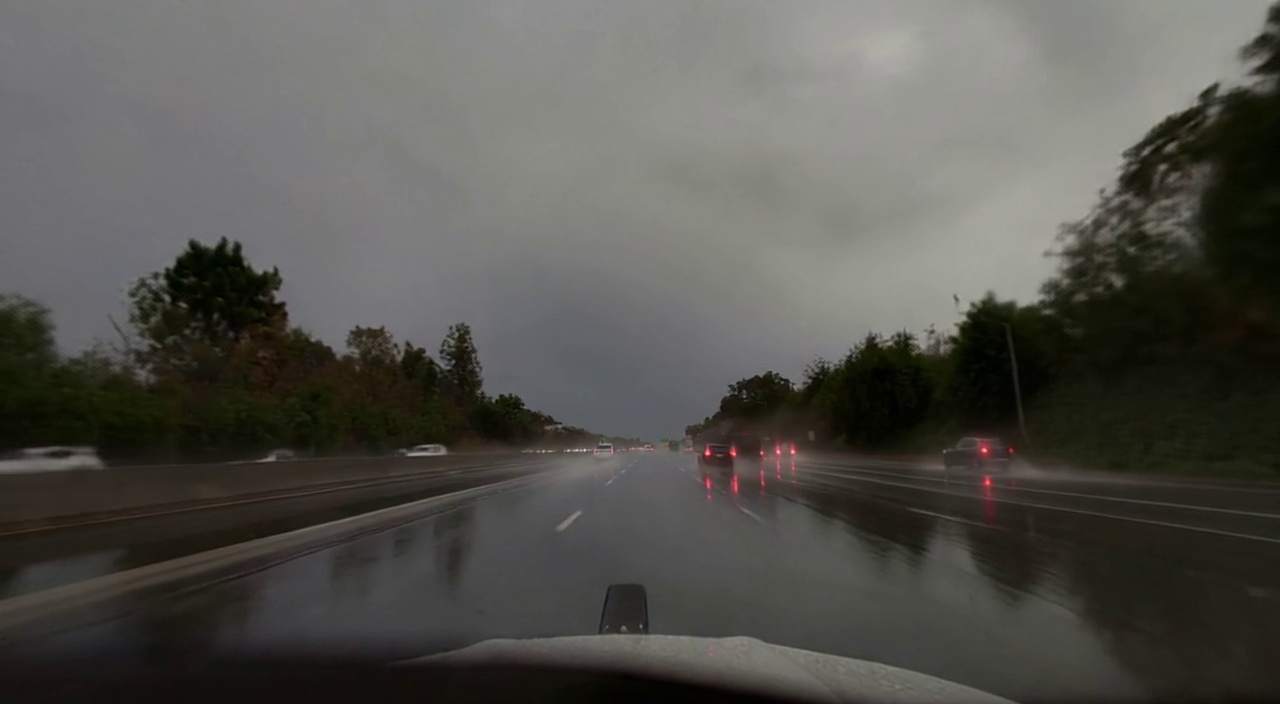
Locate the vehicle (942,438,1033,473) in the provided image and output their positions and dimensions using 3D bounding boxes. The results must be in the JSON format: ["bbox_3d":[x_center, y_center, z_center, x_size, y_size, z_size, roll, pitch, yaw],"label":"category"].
[{"bbox_3d":[21.983,6.565,40.270,2.221,1.995,5.803,0,-9,-3],"label":"vehicle"}]

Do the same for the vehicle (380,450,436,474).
[{"bbox_3d":[-15.405,7.300,42.194,1.996,1.495,4.468,0,-9,1],"label":"vehicle"}]

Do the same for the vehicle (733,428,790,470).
[{"bbox_3d":[8.166,6.586,42.947,2.729,2.628,4.875,0,-9,-2],"label":"vehicle"}]

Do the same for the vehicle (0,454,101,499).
[{"bbox_3d":[-26.697,5.266,26.893,2.240,1.729,5.833,0,-8,0],"label":"vehicle"}]

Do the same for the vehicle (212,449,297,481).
[{"bbox_3d":[-23.227,6.804,38.252,2.091,1.782,4.774,0,-8,0],"label":"vehicle"}]

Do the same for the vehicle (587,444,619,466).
[{"bbox_3d":[-2.689,7.652,47.027,2.060,1.587,4.093,0,-9,1],"label":"vehicle"}]

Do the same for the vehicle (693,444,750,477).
[{"bbox_3d":[3.921,5.303,31.137,2.080,1.493,4.674,0,-9,-1],"label":"vehicle"}]
